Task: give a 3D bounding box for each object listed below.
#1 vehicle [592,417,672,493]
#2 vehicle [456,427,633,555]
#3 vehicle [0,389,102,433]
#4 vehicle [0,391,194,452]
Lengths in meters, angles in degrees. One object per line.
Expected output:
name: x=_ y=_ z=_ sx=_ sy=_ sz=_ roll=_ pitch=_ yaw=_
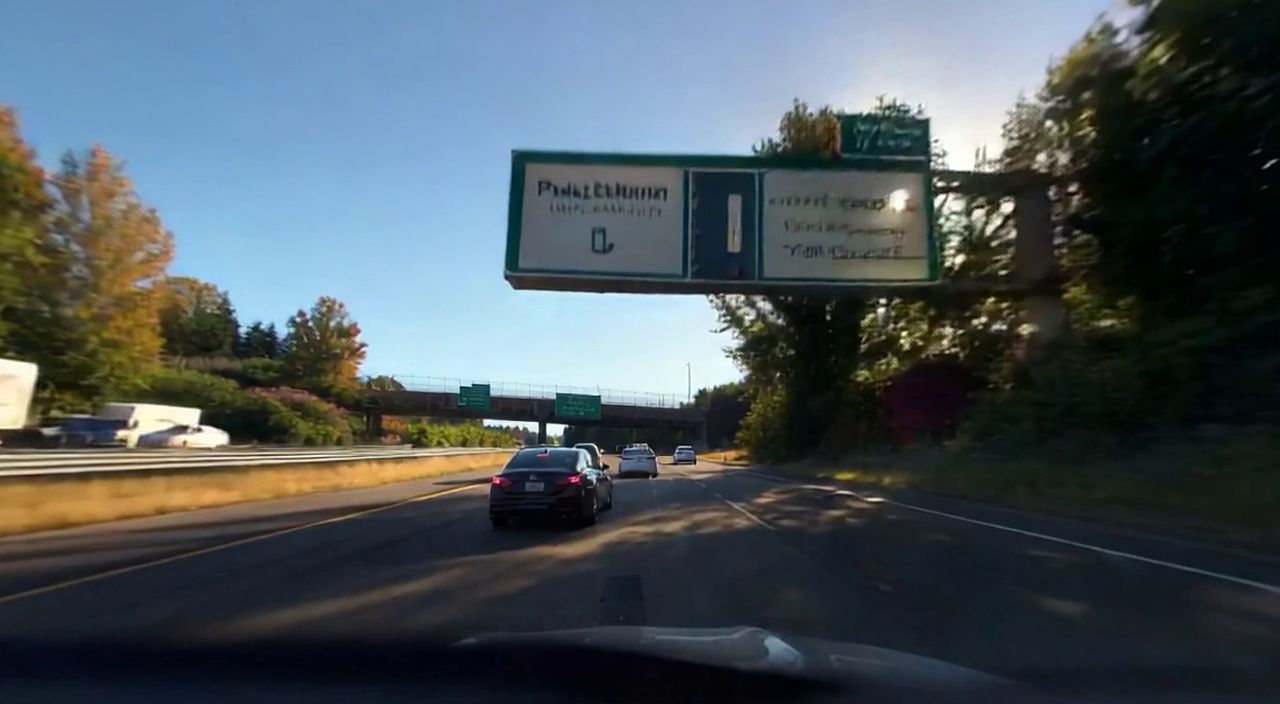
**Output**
vehicle: x=-0.250 y=3.482 z=21.391 sx=2.389 sy=2.257 sz=4.545 roll=0 pitch=-9 yaw=0
vehicle: x=-1.227 y=2.050 z=9.845 sx=2.038 sy=1.582 sz=3.729 roll=-1 pitch=-9 yaw=2
vehicle: x=-24.526 y=2.459 z=25.469 sx=1.877 sy=1.545 sz=4.125 roll=0 pitch=-9 yaw=-3
vehicle: x=-24.620 y=3.276 z=28.069 sx=2.936 sy=2.251 sz=9.653 roll=0 pitch=-9 yaw=-4
